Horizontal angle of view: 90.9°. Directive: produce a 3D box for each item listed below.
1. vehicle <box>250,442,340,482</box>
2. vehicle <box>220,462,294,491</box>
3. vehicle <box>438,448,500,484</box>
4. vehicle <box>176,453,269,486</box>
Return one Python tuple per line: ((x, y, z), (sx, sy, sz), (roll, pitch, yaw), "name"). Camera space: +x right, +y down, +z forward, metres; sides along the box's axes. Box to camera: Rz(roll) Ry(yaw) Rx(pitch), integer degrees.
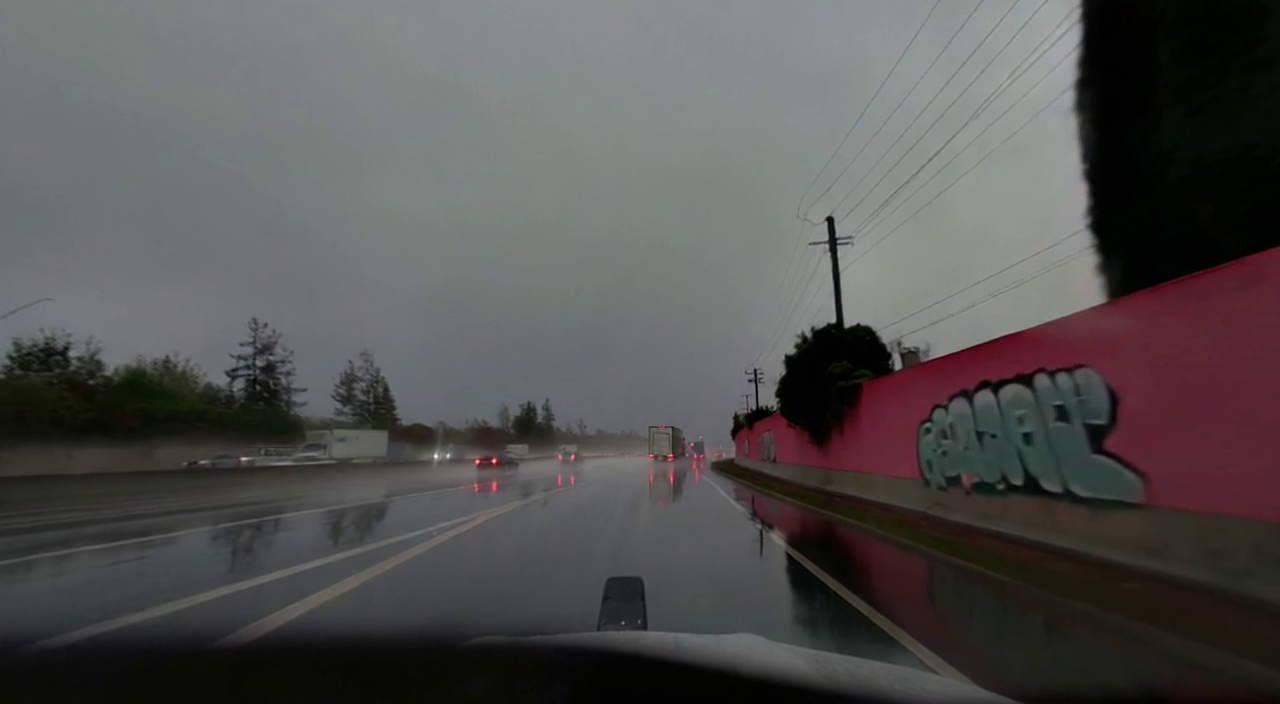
((-23.009, 7.346, 42.367), (2.521, 2.525, 5.345), (-2, -9, 7), "vehicle")
((-20.009, 6.510, 33.068), (1.551, 1.343, 3.308), (-1, -9, 6), "vehicle")
((-7.440, 4.974, 27.659), (1.708, 1.489, 2.840), (-1, -9, 6), "vehicle")
((-23.676, 6.648, 35.943), (2.075, 1.694, 4.379), (-1, -9, 4), "vehicle")
